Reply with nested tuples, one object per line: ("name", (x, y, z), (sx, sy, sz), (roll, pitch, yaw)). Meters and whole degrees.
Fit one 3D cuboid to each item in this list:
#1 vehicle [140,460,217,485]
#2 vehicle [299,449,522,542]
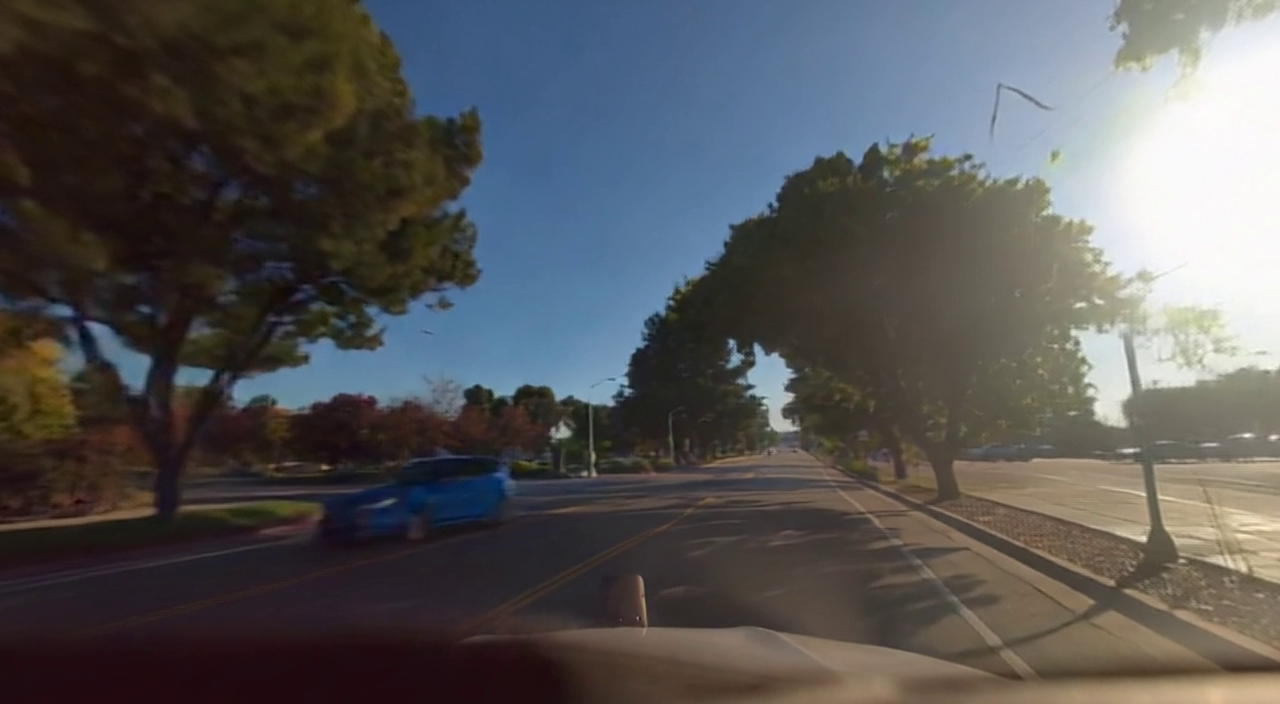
("vehicle", (-30.746, 7.990, 42.067), (4.252, 1.506, 1.860), (-2, -10, 19))
("vehicle", (-4.236, 2.685, 12.602), (1.926, 1.465, 4.433), (-2, -9, 15))
